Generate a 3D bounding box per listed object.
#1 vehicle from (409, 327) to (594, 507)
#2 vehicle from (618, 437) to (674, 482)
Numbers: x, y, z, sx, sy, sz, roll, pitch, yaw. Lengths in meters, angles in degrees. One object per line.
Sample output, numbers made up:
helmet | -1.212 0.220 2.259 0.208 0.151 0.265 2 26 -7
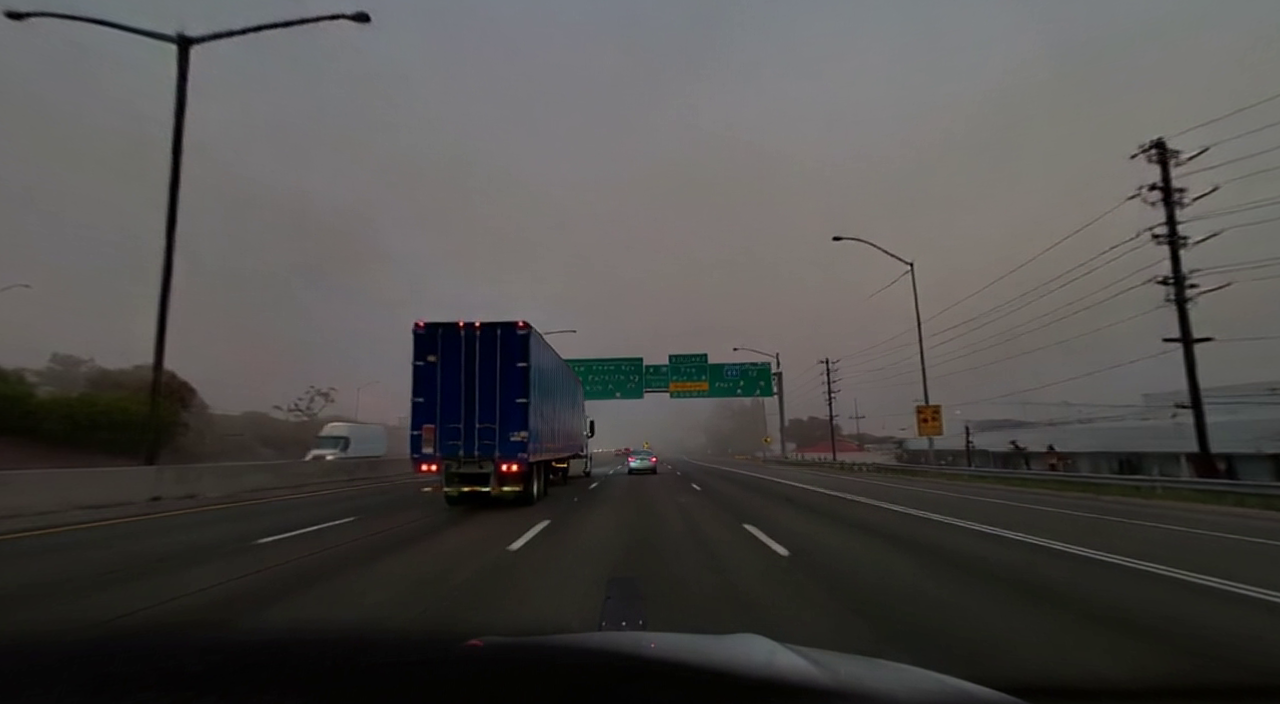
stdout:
vehicle | -3.870 2.711 23.234 2.888 4.308 16.259 0 -8 1
vehicle | 0.244 4.728 28.075 2.279 1.837 4.747 0 -8 0
